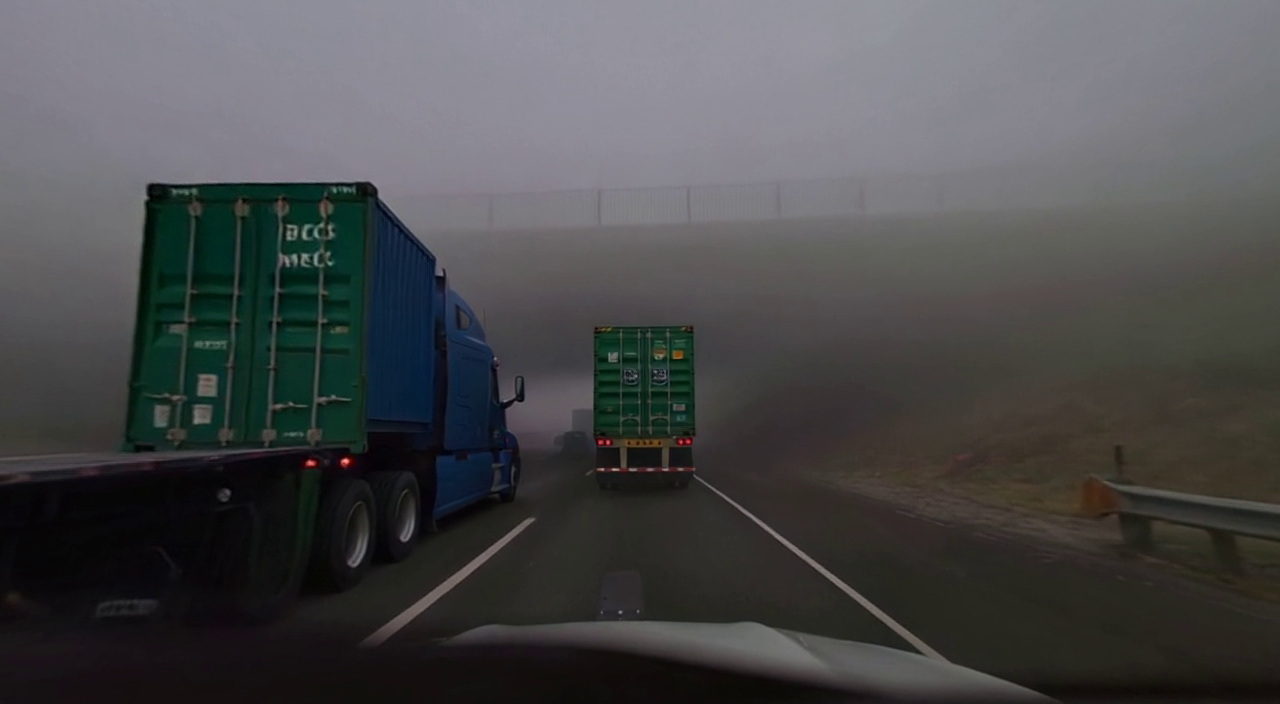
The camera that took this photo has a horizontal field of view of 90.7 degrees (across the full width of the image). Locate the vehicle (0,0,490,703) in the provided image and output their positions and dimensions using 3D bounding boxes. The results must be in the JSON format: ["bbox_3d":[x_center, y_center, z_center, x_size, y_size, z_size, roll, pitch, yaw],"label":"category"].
[{"bbox_3d":[-3.697,-0.402,2.322,2.873,4.198,13.317,-1,-8,1],"label":"vehicle"}]

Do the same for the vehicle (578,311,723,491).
[{"bbox_3d":[0.193,1.666,18.664,3.357,4.212,7.519,0,-8,-1],"label":"vehicle"}]
